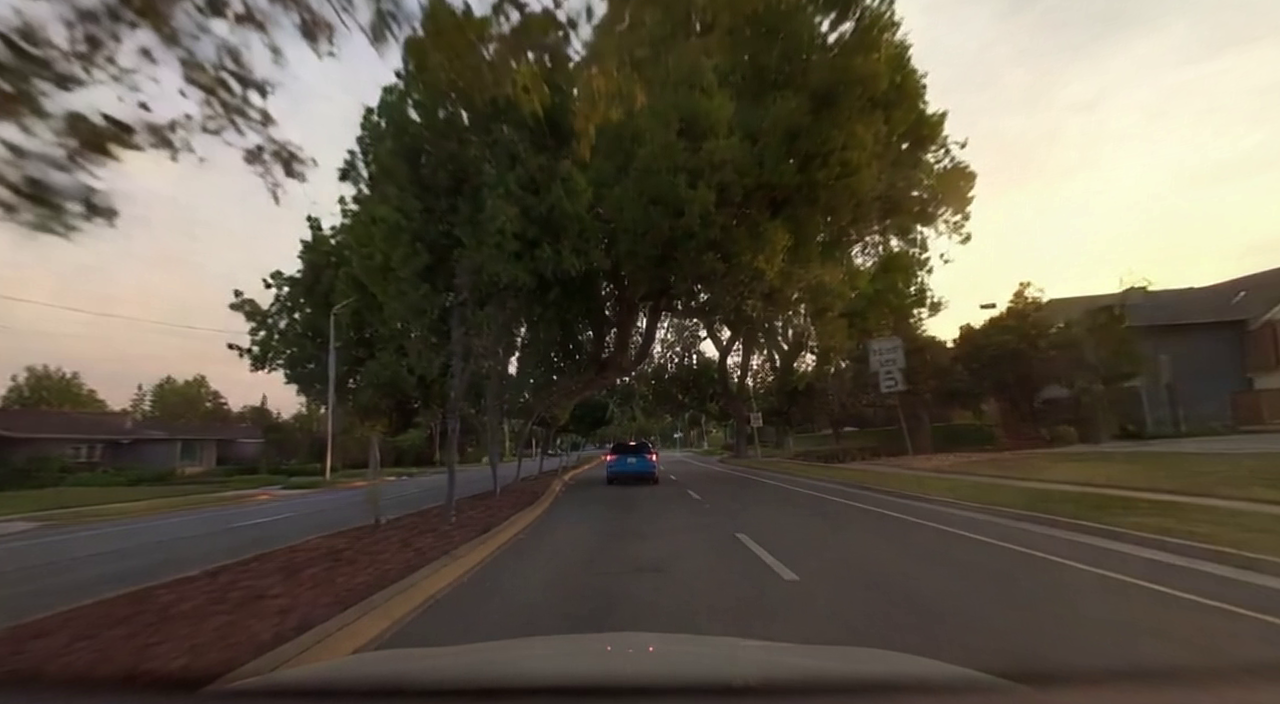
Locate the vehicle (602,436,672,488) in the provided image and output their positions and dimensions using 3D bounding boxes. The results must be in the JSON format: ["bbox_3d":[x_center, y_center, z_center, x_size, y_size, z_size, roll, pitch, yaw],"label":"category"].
[{"bbox_3d":[-0.113,3.797,22.090,2.181,1.639,4.127,0,-9,0],"label":"vehicle"}]
